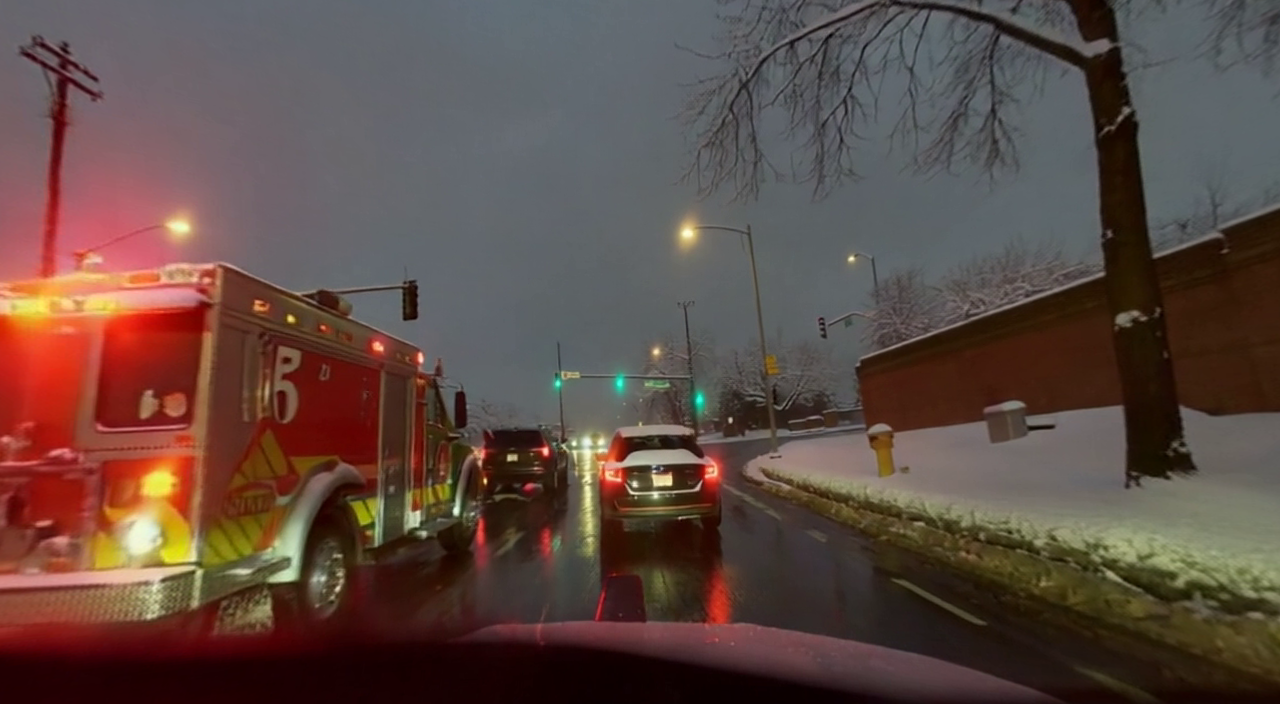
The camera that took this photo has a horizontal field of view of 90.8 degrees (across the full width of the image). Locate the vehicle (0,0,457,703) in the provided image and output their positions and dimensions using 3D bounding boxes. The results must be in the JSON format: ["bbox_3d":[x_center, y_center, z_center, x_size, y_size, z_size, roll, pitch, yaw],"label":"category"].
[{"bbox_3d":[-3.718,-0.332,0.543,3.631,3.655,12.773,0,-8,-1],"label":"vehicle"}]

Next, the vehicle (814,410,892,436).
[{"bbox_3d":[14.379,4.826,42.741,4.528,1.704,2.073,1,-9,-12],"label":"vehicle"}]

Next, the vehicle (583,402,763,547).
[{"bbox_3d":[0.247,1.932,10.664,2.332,1.831,4.930,0,-8,-4],"label":"vehicle"}]
